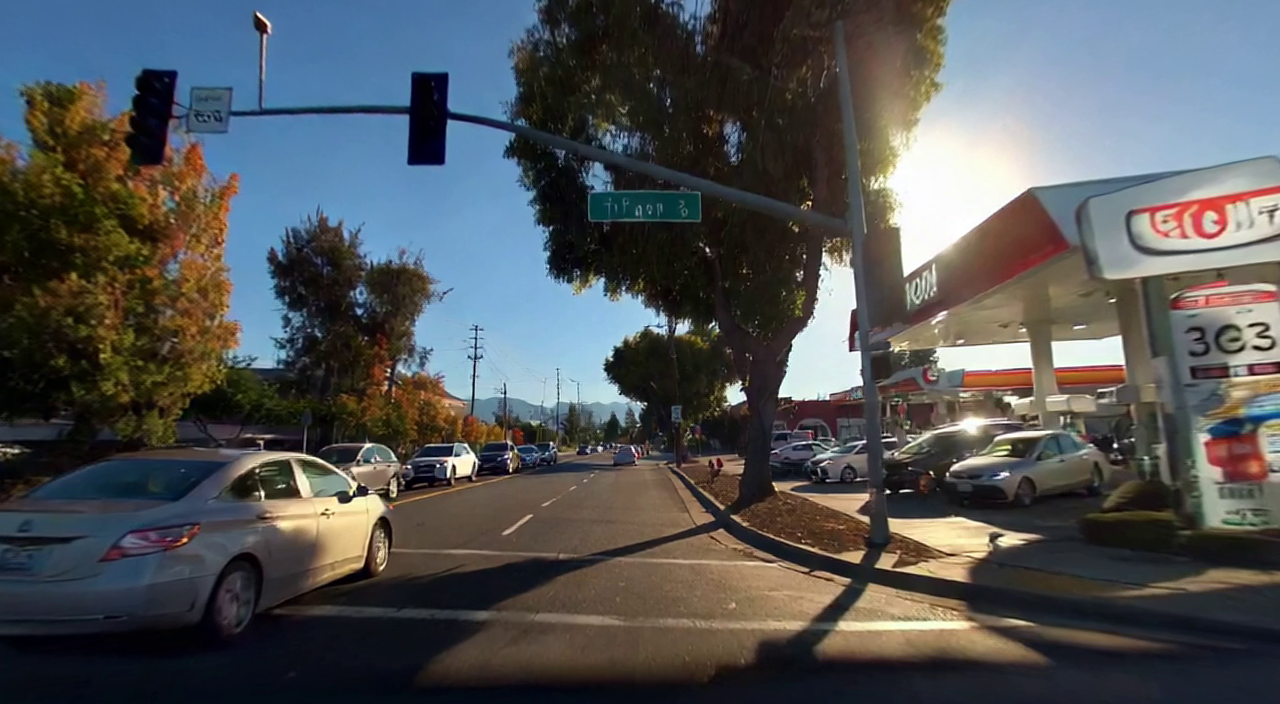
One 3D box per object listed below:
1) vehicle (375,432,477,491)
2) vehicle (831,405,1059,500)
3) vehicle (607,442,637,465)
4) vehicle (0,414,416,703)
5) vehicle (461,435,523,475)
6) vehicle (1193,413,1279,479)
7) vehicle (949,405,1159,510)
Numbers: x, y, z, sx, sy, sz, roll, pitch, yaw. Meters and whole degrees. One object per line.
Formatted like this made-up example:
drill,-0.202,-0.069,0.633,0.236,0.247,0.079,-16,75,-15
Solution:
vehicle,-7.164,3.688,21.698,2.000,1.791,4.465,0,-8,-1
vehicle,7.876,2.545,16.261,5.441,2.056,2.552,5,-10,-30
vehicle,-1.183,6.857,42.911,1.909,1.482,4.390,0,-8,0
vehicle,-3.594,1.344,5.145,1.943,1.455,4.414,0,-8,0
vehicle,-7.000,4.939,30.431,1.877,1.742,4.919,0,-8,-1
vehicle,19.989,2.992,20.112,4.255,1.894,2.037,4,-9,-28
vehicle,8.639,2.167,13.262,3.353,1.885,2.229,4,-10,-29
